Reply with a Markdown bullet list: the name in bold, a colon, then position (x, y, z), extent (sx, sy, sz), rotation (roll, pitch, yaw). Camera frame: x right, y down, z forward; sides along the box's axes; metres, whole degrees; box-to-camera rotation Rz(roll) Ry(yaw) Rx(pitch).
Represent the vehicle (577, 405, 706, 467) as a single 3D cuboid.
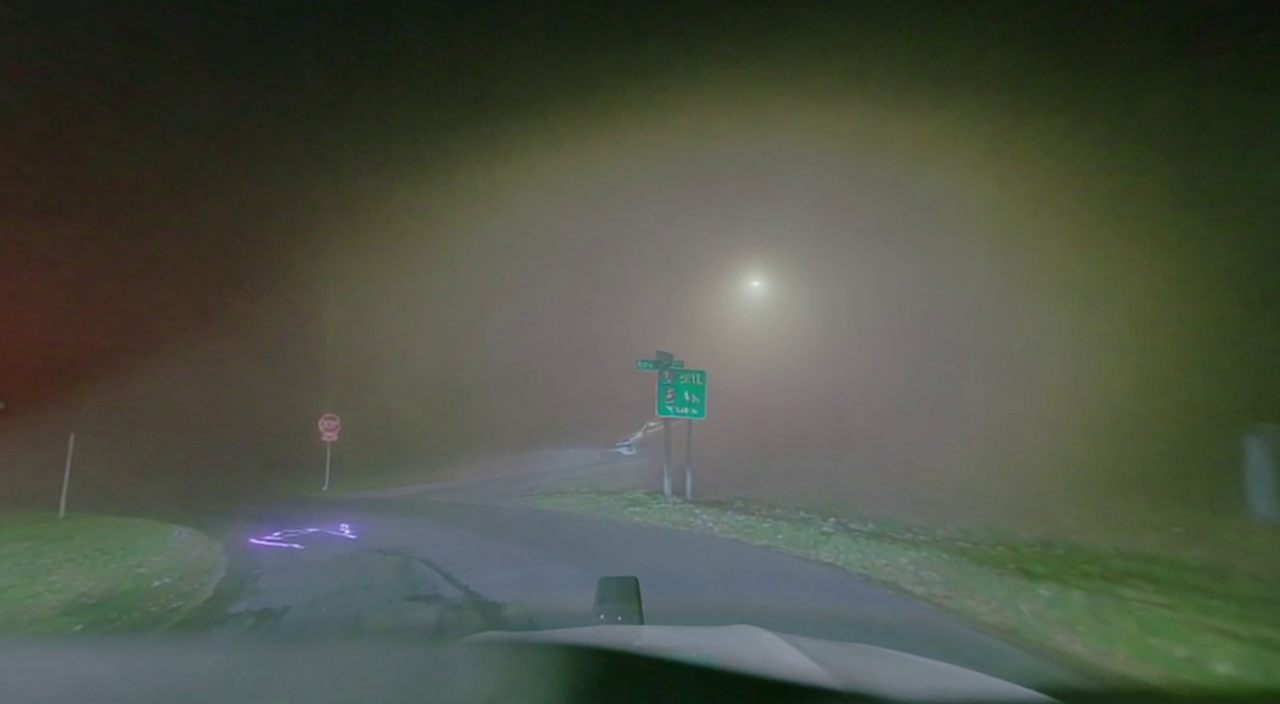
- **vehicle**: position (0.134, 3.039, 22.902), extent (4.403, 1.574, 1.914), rotation (-4, -5, -42)
